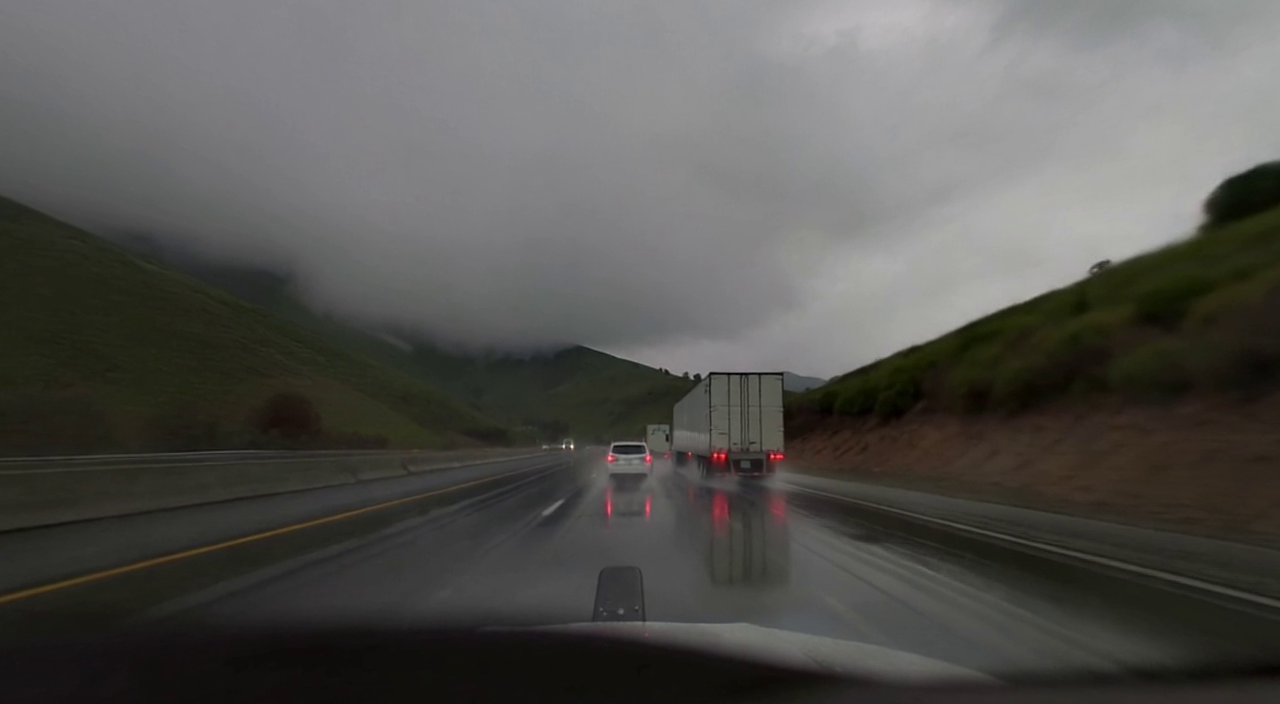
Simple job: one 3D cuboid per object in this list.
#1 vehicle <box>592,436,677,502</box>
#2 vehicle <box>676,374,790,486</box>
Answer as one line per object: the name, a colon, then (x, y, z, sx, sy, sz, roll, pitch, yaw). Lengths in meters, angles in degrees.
vehicle: (-0.165, 3.214, 17.702, 2.109, 1.639, 3.768, 0, -9, -1)
vehicle: (3.761, 3.865, 29.884, 2.812, 4.024, 14.098, 0, -9, -2)
